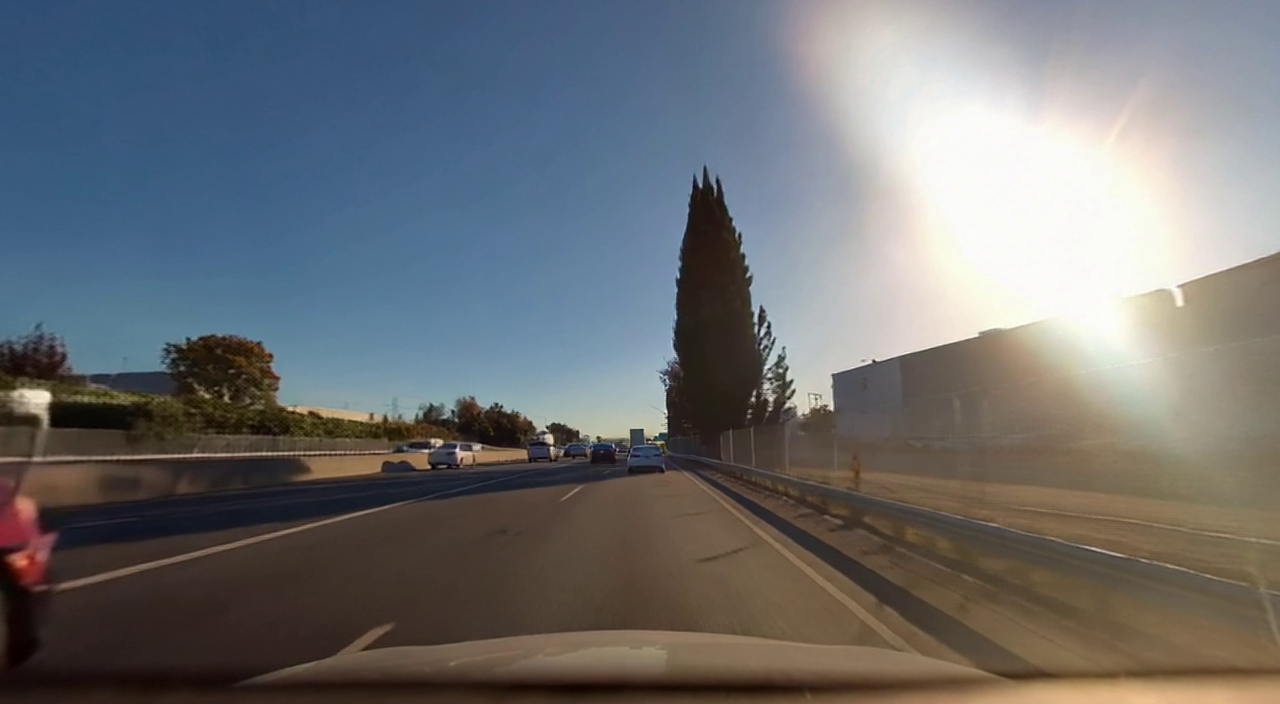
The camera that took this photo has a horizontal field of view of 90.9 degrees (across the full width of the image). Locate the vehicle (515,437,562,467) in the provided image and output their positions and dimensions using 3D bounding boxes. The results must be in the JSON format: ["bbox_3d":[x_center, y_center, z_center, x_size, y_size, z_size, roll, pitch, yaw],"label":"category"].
[{"bbox_3d":[-6.393,6.333,40.176,2.105,1.790,4.689,-1,-8,2],"label":"vehicle"}]

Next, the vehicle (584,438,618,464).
[{"bbox_3d":[-2.908,7.427,47.525,2.108,1.832,4.549,-1,-8,2],"label":"vehicle"}]

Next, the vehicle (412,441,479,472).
[{"bbox_3d":[-10.383,5.596,34.117,1.910,1.501,5.004,-1,-8,2],"label":"vehicle"}]

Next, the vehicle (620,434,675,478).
[{"bbox_3d":[0.313,4.336,26.568,2.136,1.678,4.052,0,-8,1],"label":"vehicle"}]
